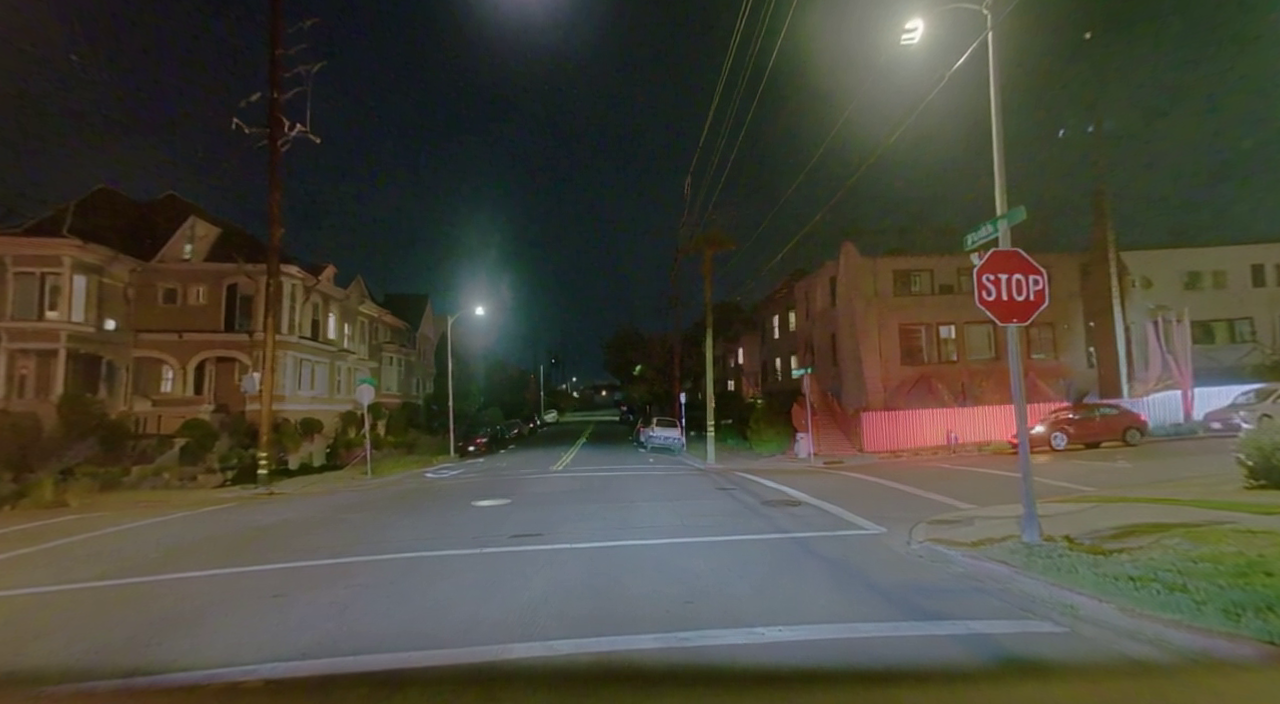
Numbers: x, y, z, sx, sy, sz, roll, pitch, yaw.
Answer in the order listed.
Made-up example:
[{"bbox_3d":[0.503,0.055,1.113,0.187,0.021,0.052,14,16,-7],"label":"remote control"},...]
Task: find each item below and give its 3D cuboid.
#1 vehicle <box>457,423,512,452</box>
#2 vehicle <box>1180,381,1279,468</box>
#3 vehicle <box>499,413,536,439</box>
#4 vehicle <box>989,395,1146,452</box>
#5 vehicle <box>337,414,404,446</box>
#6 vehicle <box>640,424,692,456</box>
[{"bbox_3d":[-8.838,4.945,36.396,2.065,1.553,4.636,0,-8,-1],"label":"vehicle"},{"bbox_3d":[15.441,1.709,14.647,4.389,1.818,2.062,2,-9,-13],"label":"vehicle"},{"bbox_3d":[-9.366,5.736,48.630,2.104,1.898,4.396,0,-8,-3],"label":"vehicle"},{"bbox_3d":[16.812,2.854,24.927,4.985,2.088,2.141,2,-9,-13],"label":"vehicle"},{"bbox_3d":[-14.845,4.397,35.122,1.992,1.678,4.658,0,-8,-5],"label":"vehicle"},{"bbox_3d":[1.249,4.522,32.339,2.120,1.487,4.360,1,-8,-5],"label":"vehicle"}]
